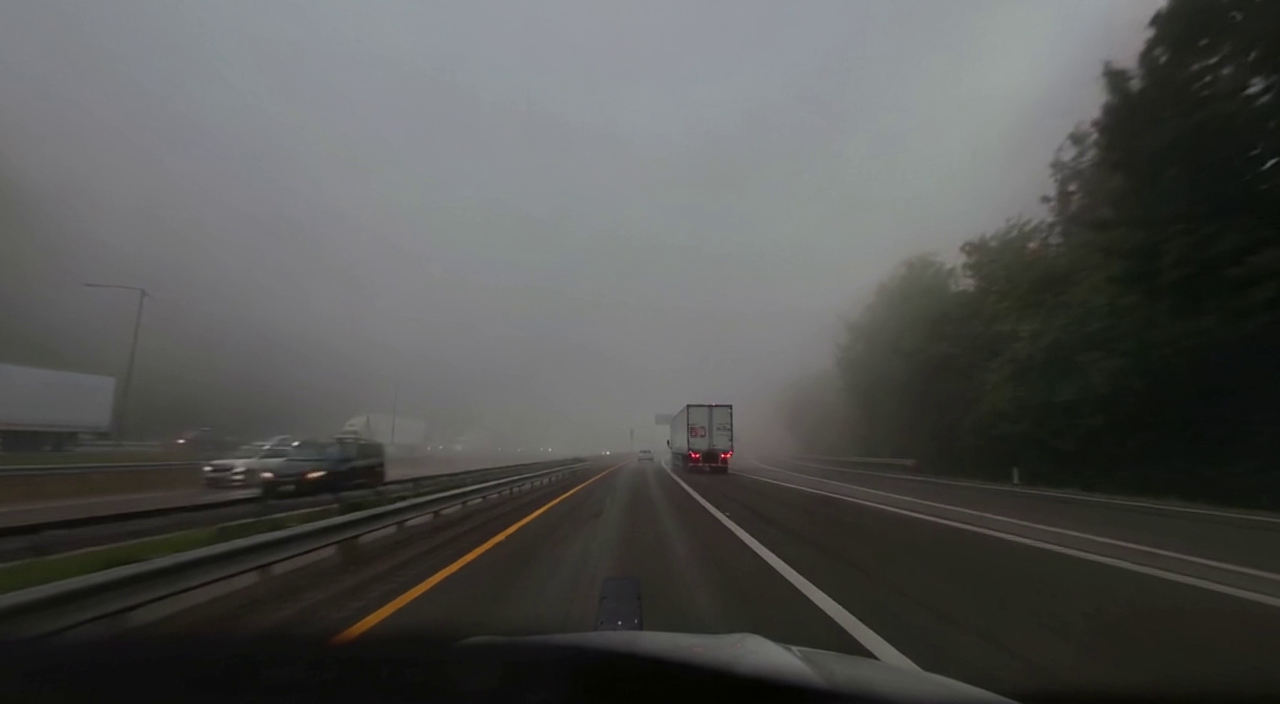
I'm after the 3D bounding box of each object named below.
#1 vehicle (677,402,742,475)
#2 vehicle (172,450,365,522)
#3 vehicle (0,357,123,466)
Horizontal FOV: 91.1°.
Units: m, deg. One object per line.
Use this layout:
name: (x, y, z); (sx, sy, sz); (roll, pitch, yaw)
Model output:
vehicle: (4.356, 5.921, 42.414); (3.185, 4.154, 12.638); (-1, -9, 1)
vehicle: (-8.610, 3.102, 15.167); (1.867, 1.438, 4.553); (0, -9, 0)
vehicle: (-26.128, 2.052, 22.649); (2.942, 4.127, 14.124); (0, -9, 0)
